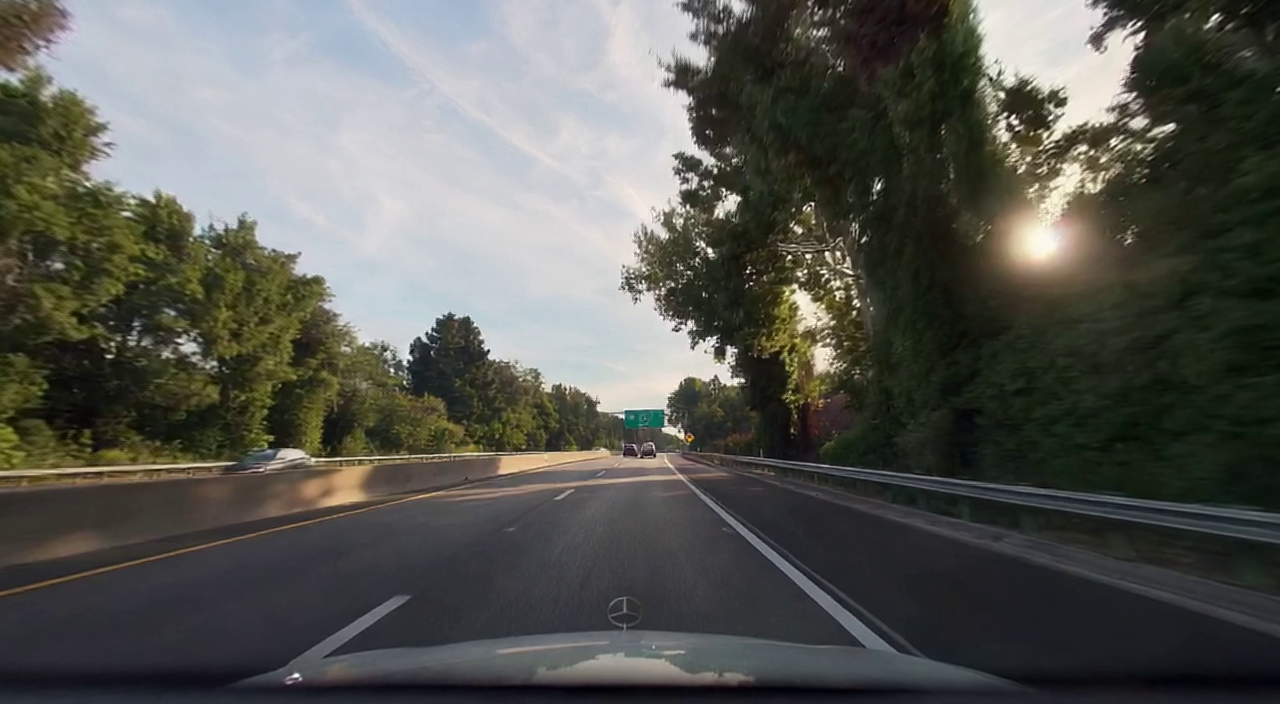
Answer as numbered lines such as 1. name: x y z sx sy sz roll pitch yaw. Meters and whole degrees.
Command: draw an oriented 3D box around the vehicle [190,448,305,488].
1. vehicle: -15.774 4.656 25.635 1.859 1.458 4.239 0 -9 1
